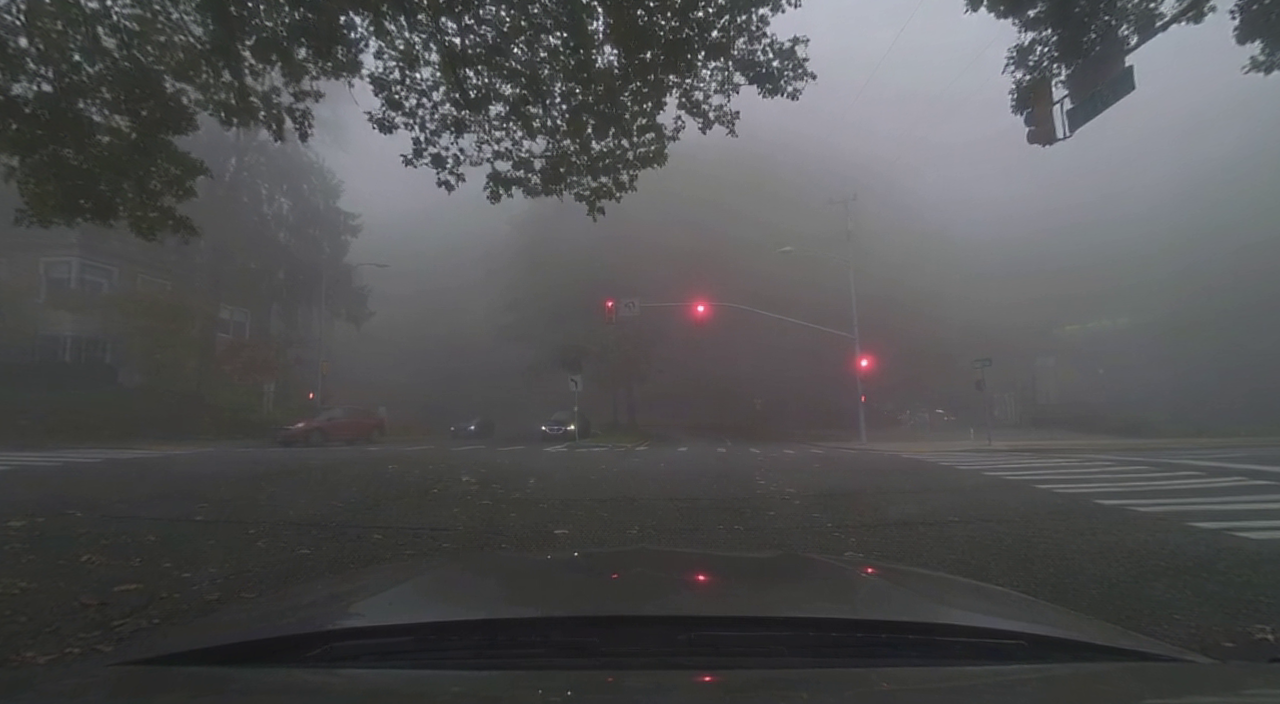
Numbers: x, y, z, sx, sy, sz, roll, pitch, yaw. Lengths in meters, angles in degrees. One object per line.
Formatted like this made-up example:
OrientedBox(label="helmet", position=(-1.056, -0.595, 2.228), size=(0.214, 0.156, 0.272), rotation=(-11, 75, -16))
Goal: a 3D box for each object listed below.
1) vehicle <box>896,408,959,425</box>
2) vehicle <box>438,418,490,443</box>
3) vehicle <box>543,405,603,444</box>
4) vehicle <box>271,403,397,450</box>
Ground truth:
OrientedBox(label="vehicle", position=(22.004, 4.941, 48.439), size=(3.933, 1.219, 1.700), rotation=(-1, -9, 3))
OrientedBox(label="vehicle", position=(-11.273, 5.084, 40.714), size=(1.899, 1.510, 4.294), rotation=(-1, -8, 3))
OrientedBox(label="vehicle", position=(-3.465, 3.968, 33.838), size=(2.306, 1.907, 5.382), rotation=(-1, -8, 4))
OrientedBox(label="vehicle", position=(-13.517, 3.410, 28.334), size=(2.340, 1.902, 4.920), rotation=(-2, -9, 15))
